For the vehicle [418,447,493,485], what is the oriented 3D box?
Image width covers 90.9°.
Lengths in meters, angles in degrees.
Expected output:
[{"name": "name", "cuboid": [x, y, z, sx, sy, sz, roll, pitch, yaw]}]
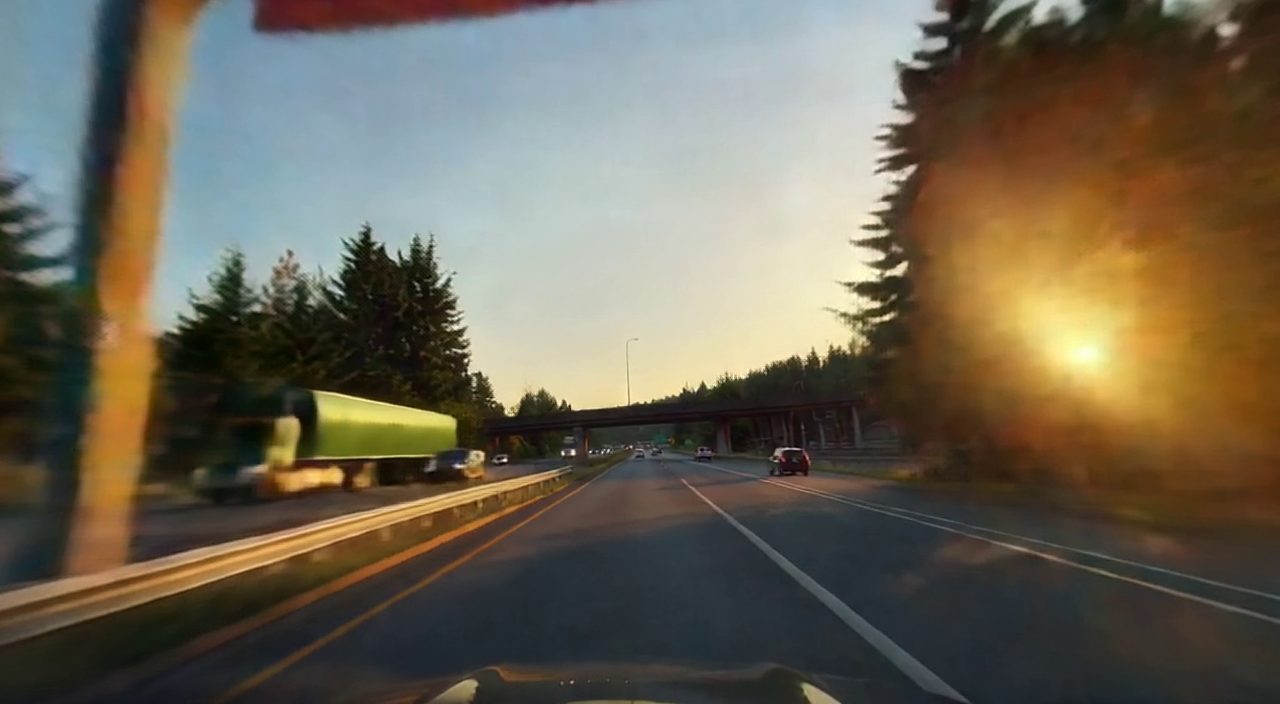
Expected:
[{"name": "vehicle", "cuboid": [-8.673, 5.404, 30.177, 2.123, 1.631, 4.828, 0, -9, 0]}]

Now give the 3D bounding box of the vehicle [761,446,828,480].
[{"name": "vehicle", "cuboid": [7.084, 5.142, 29.355, 1.987, 1.473, 4.244, 0, -9, 0]}]

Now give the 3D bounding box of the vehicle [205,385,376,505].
[{"name": "vehicle", "cuboid": [-12.926, 3.561, 24.042, 2.986, 3.986, 5.798, 0, -9, 0]}]
